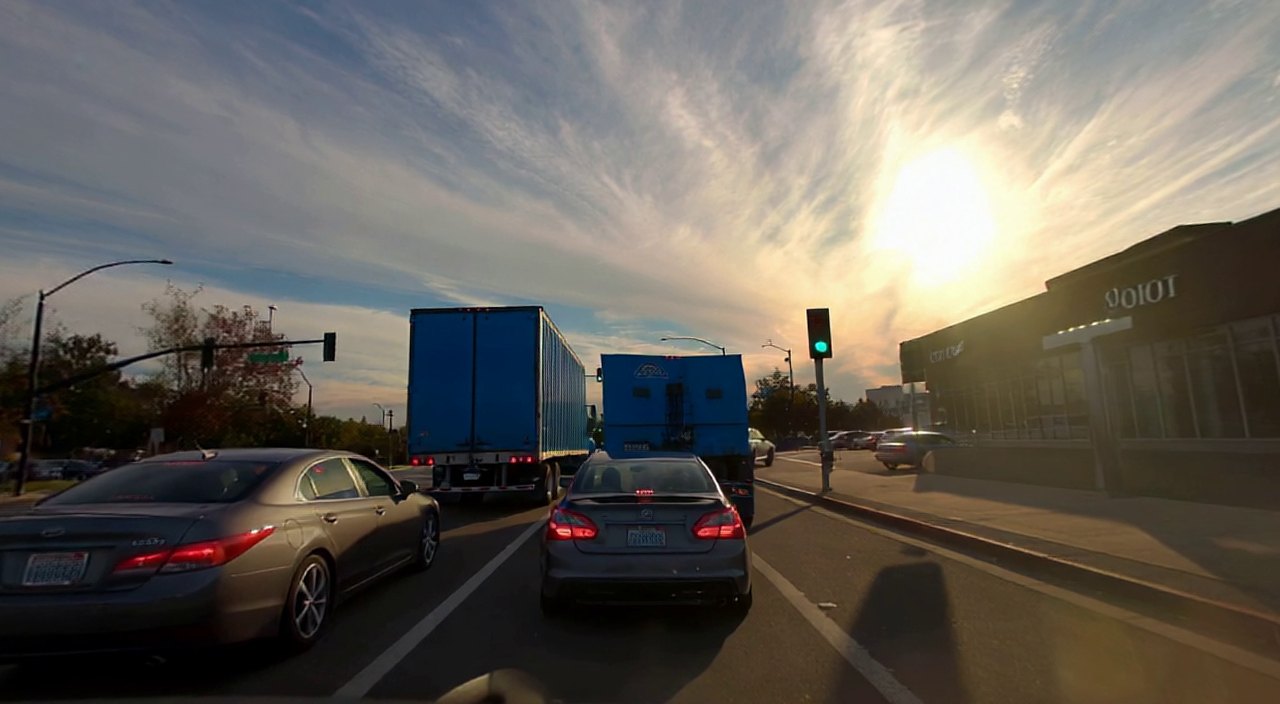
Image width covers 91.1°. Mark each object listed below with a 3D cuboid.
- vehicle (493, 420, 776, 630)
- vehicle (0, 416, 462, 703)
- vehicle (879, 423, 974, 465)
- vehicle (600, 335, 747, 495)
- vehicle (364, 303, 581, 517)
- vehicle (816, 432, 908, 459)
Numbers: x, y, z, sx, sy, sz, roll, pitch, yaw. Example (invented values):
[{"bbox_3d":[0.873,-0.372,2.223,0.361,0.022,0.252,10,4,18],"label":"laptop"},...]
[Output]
[{"bbox_3d":[-0.104,1.571,6.719,2.067,1.506,4.118,0,-8,-2],"label":"vehicle"},{"bbox_3d":[-3.094,1.368,5.175,1.969,1.471,4.378,0,-8,0],"label":"vehicle"},{"bbox_3d":[12.866,4.260,28.563,1.969,1.713,4.681,-1,-10,-1],"label":"vehicle"},{"bbox_3d":[0.540,1.598,16.516,2.803,3.066,8.341,-1,-5,-2],"label":"vehicle"},{"bbox_3d":[-3.266,1.509,14.694,3.020,3.800,7.105,0,-8,0],"label":"vehicle"},{"bbox_3d":[12.571,5.353,35.809,4.574,1.478,1.880,-1,-8,4],"label":"vehicle"}]
